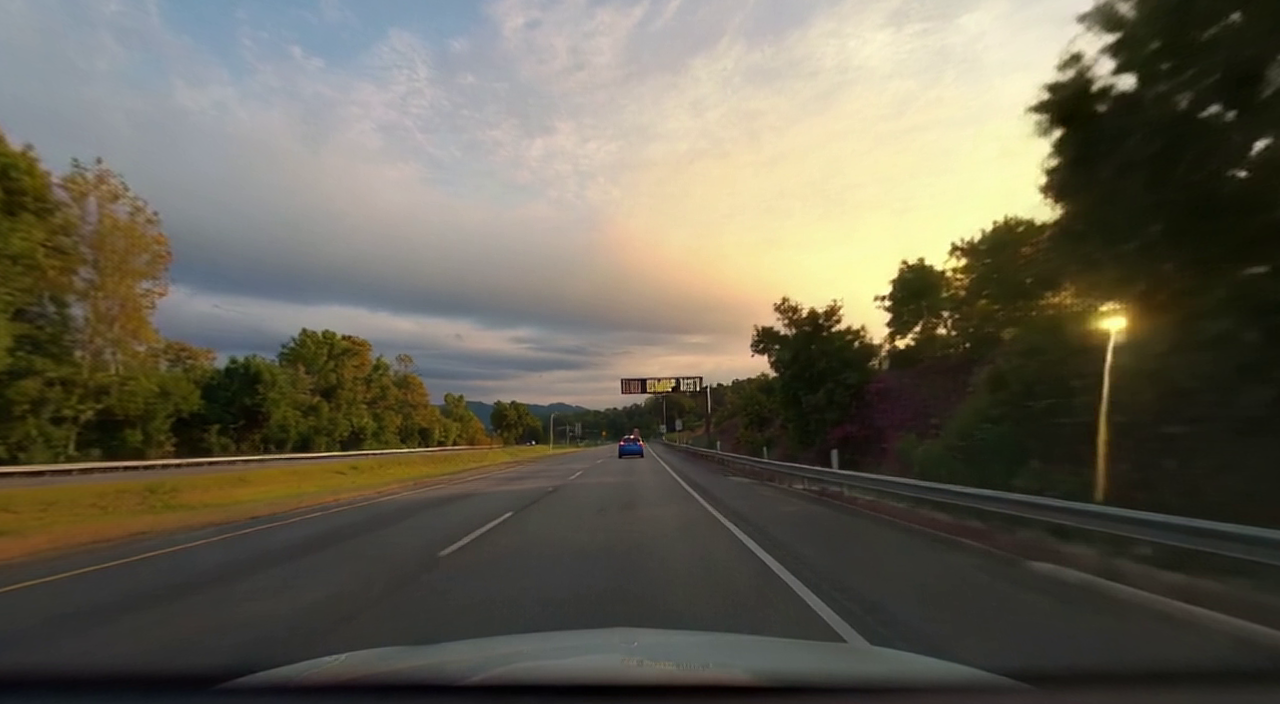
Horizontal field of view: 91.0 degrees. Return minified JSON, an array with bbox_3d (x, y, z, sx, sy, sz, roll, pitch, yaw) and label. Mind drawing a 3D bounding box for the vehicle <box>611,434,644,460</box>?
[{"bbox_3d":[-0.858,6.641,44.250,2.180,1.717,4.139,0,-8,-1],"label":"vehicle"}]
